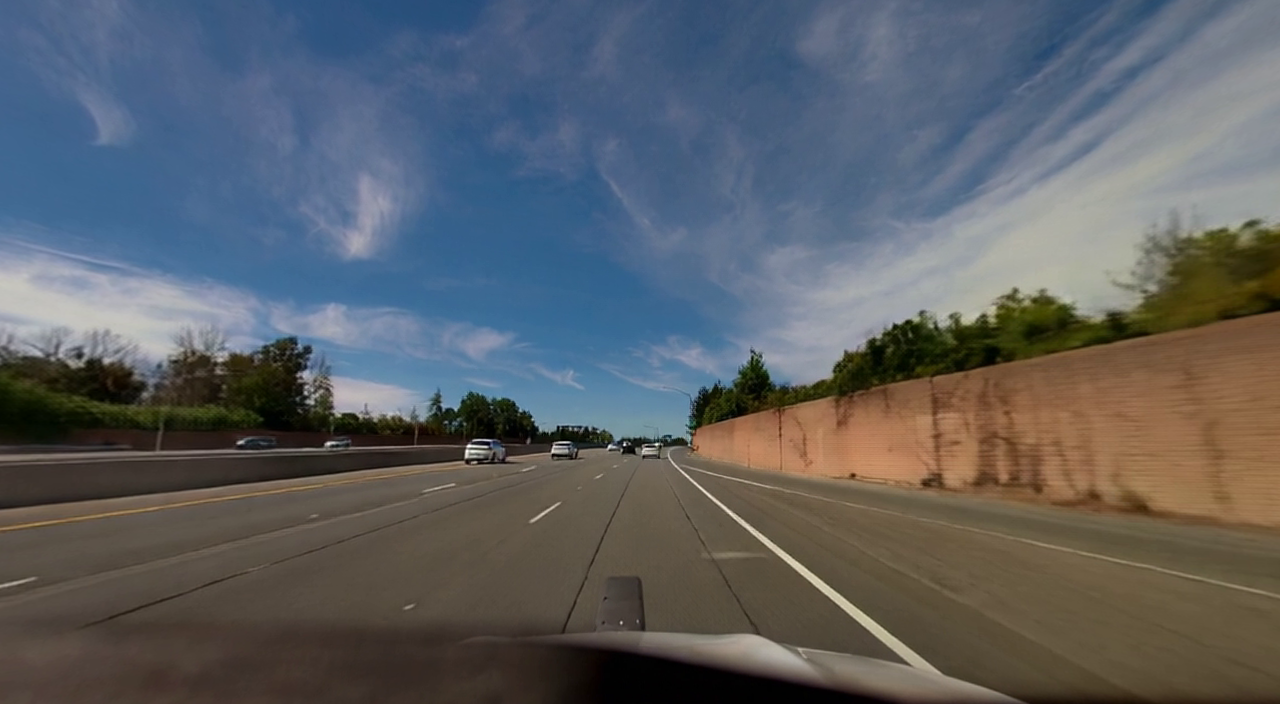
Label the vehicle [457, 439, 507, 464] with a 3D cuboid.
[{"bbox_3d":[-10.649,6.738,42.758,2.025,1.618,4.683,0,-8,2],"label":"vehicle"}]
